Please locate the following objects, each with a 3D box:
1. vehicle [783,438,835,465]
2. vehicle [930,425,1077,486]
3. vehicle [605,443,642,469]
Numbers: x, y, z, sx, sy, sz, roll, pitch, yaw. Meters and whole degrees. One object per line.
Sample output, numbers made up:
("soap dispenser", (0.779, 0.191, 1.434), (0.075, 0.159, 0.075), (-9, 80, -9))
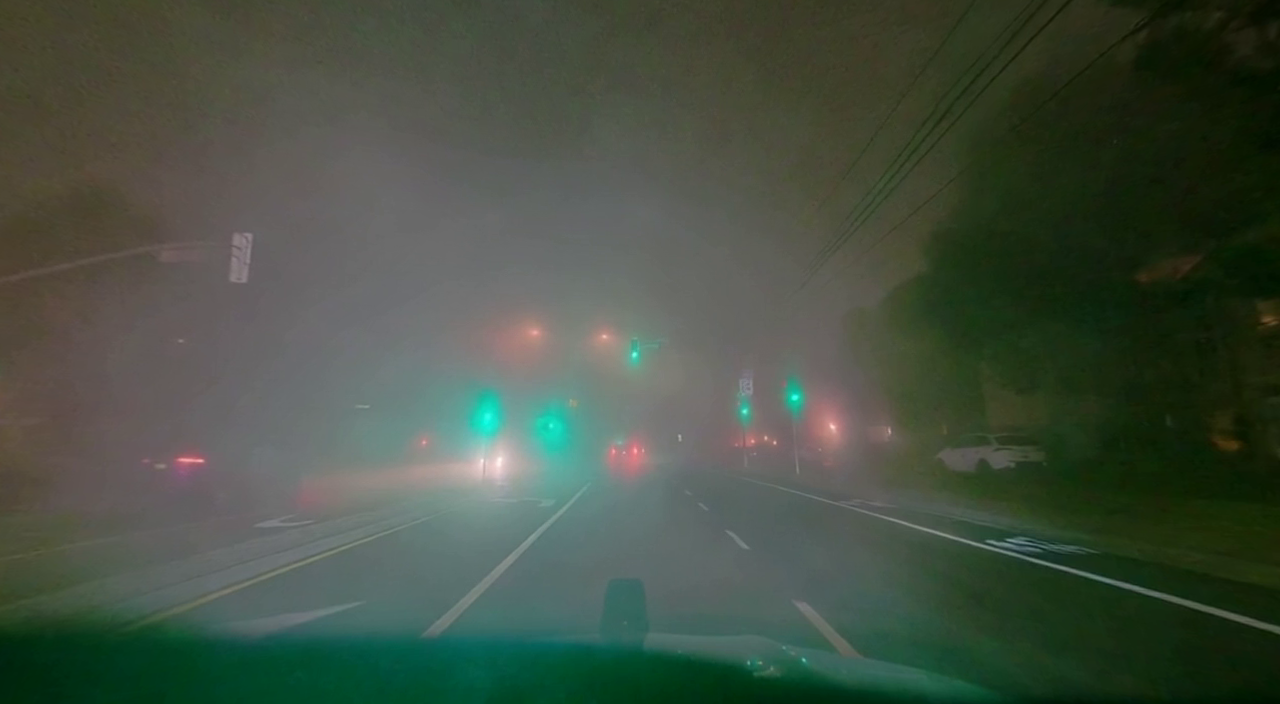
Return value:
("vehicle", (11.244, 6.656, 42.231), (2.018, 1.665, 4.576), (0, -8, -2))
("vehicle", (11.799, 3.391, 20.924), (2.053, 1.759, 4.494), (0, -8, -2))
("vehicle", (-1.044, 6.320, 38.427), (2.113, 1.462, 4.203), (0, -8, -2))
